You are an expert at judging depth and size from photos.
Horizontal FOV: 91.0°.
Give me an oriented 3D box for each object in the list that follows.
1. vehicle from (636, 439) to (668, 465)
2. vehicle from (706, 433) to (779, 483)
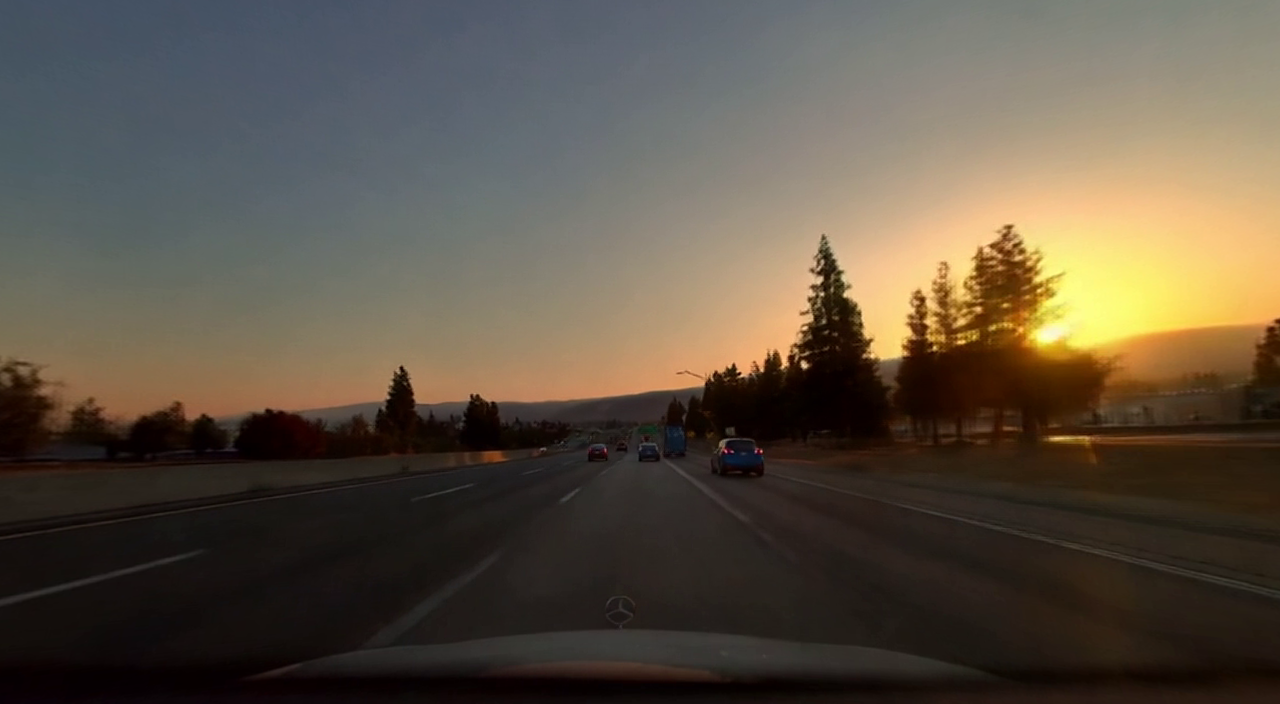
[{"bbox_3d":[0.825,7.189,45.531,2.205,1.785,4.423,0,-8,0],"label":"vehicle"},{"bbox_3d":[3.838,4.063,24.374,2.082,1.720,4.393,0,-8,0],"label":"vehicle"}]
